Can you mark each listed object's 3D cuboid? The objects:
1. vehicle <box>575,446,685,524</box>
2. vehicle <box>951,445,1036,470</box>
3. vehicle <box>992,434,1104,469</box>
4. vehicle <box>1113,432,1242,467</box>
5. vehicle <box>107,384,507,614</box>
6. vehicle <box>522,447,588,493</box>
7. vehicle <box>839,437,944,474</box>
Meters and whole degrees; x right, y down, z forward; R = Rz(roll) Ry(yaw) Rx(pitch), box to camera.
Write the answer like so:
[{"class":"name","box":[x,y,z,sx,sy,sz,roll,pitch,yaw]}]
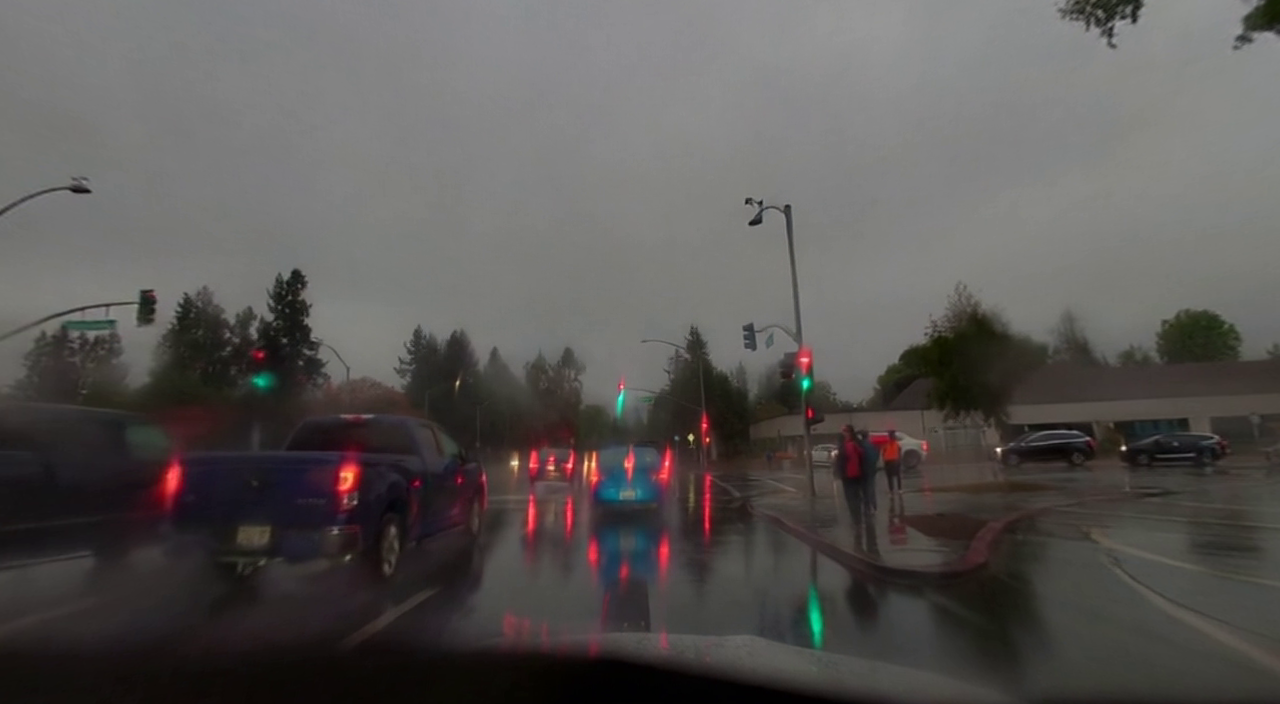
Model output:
[{"class":"vehicle","box":[-0.164,2.940,14.597,2.144,1.497,4.446,0,-9,1]},{"class":"vehicle","box":[21.364,6.389,38.202,3.983,1.443,1.831,0,-9,1]},{"class":"vehicle","box":[22.159,5.426,34.376,4.529,1.786,2.110,-1,-9,2]},{"class":"vehicle","box":[29.165,5.301,34.350,4.967,1.794,2.044,-1,-9,3]},{"class":"vehicle","box":[-3.420,1.633,8.005,2.202,1.961,4.980,0,-9,2]},{"class":"vehicle","box":[-3.314,4.726,25.680,2.003,1.655,4.878,0,-9,0]},{"class":"vehicle","box":[12.436,5.126,31.346,4.394,1.724,1.886,0,-9,1]}]
